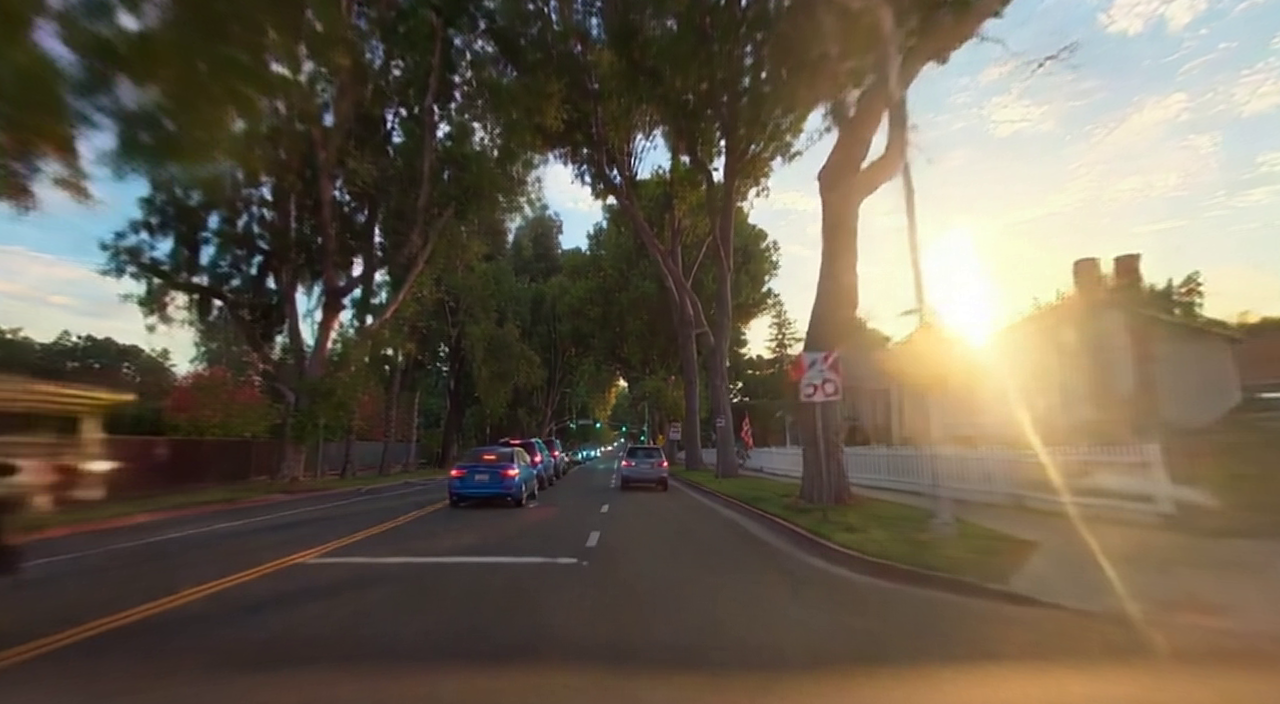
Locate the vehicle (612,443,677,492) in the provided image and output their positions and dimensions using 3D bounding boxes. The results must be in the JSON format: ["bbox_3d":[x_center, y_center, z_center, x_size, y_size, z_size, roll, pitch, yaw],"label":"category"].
[{"bbox_3d":[0.078,4.412,24.470,2.258,1.682,4.635,1,-9,-2],"label":"vehicle"}]

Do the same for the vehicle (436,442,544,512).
[{"bbox_3d":[-3.592,3.082,16.027,1.919,1.501,4.509,1,-9,-4],"label":"vehicle"}]
